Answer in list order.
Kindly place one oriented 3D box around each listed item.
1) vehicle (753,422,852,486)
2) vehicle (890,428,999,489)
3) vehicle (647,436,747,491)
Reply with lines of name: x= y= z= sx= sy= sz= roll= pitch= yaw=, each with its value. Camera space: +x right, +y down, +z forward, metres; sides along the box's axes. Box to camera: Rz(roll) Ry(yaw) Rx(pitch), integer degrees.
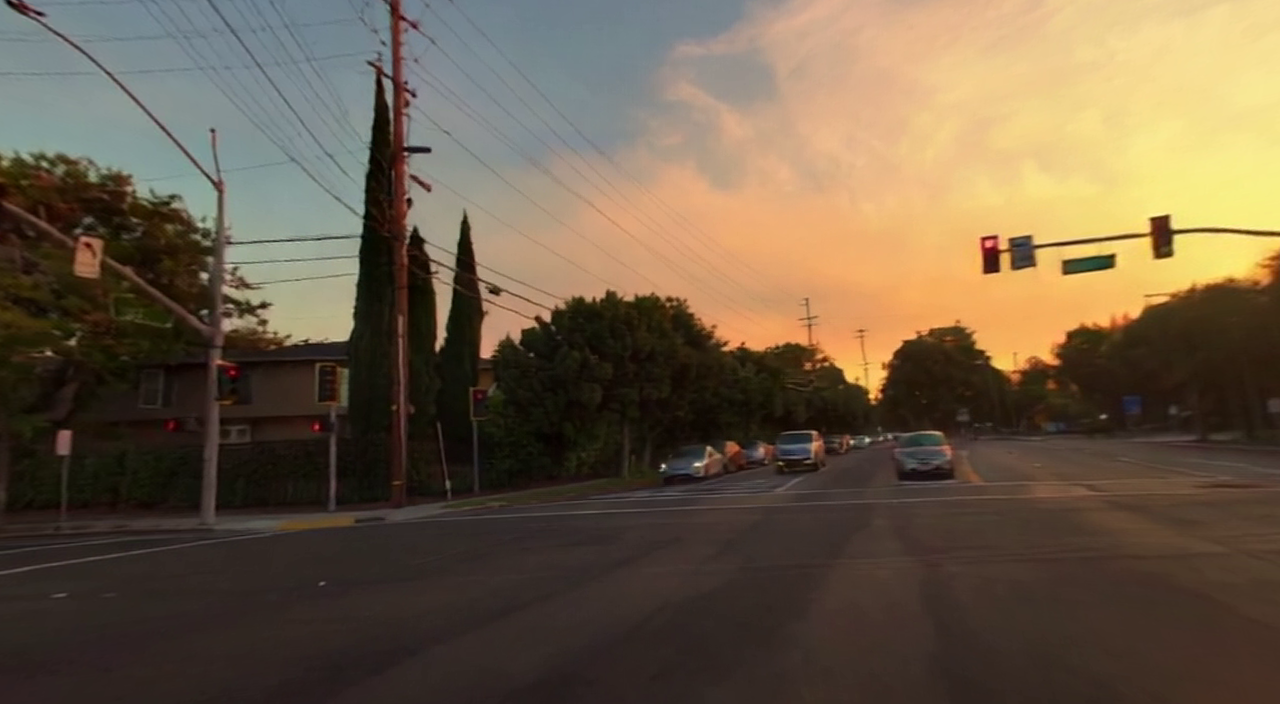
vehicle: x=5.968 y=3.615 z=22.645 sx=2.479 sy=1.977 sz=5.254 roll=-4 pitch=-9 yaw=24
vehicle: x=8.479 y=2.998 z=18.069 sx=2.174 sy=1.477 sz=4.805 roll=-4 pitch=-9 yaw=19
vehicle: x=2.226 y=4.076 z=23.475 sx=2.241 sy=1.819 sz=4.690 roll=-4 pitch=-9 yaw=24
